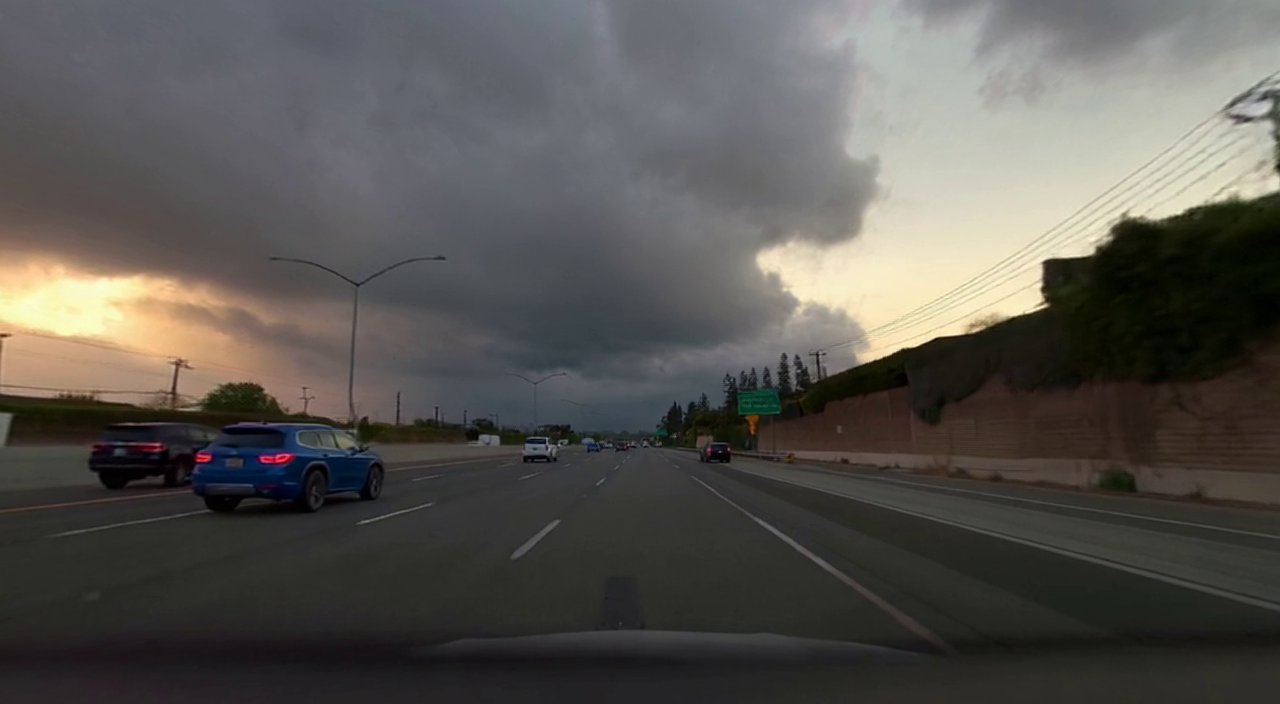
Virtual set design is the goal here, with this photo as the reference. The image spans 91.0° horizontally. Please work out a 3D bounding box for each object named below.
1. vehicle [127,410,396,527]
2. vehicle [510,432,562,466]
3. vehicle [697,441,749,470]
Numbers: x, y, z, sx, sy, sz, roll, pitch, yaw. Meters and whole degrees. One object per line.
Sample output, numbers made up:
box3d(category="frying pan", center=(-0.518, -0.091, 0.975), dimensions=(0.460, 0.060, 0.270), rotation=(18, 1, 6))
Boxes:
box3d(category="vehicle", center=(-6.487, 2.070, 11.642), dimensions=(2.058, 1.698, 4.567), rotation=(0, -9, 1))
box3d(category="vehicle", center=(-6.225, 5.881, 38.223), dimensions=(2.255, 1.934, 4.868), rotation=(0, -9, 1))
box3d(category="vehicle", center=(4.535, 5.768, 35.272), dimensions=(2.251, 1.520, 4.550), rotation=(1, -9, -1))
